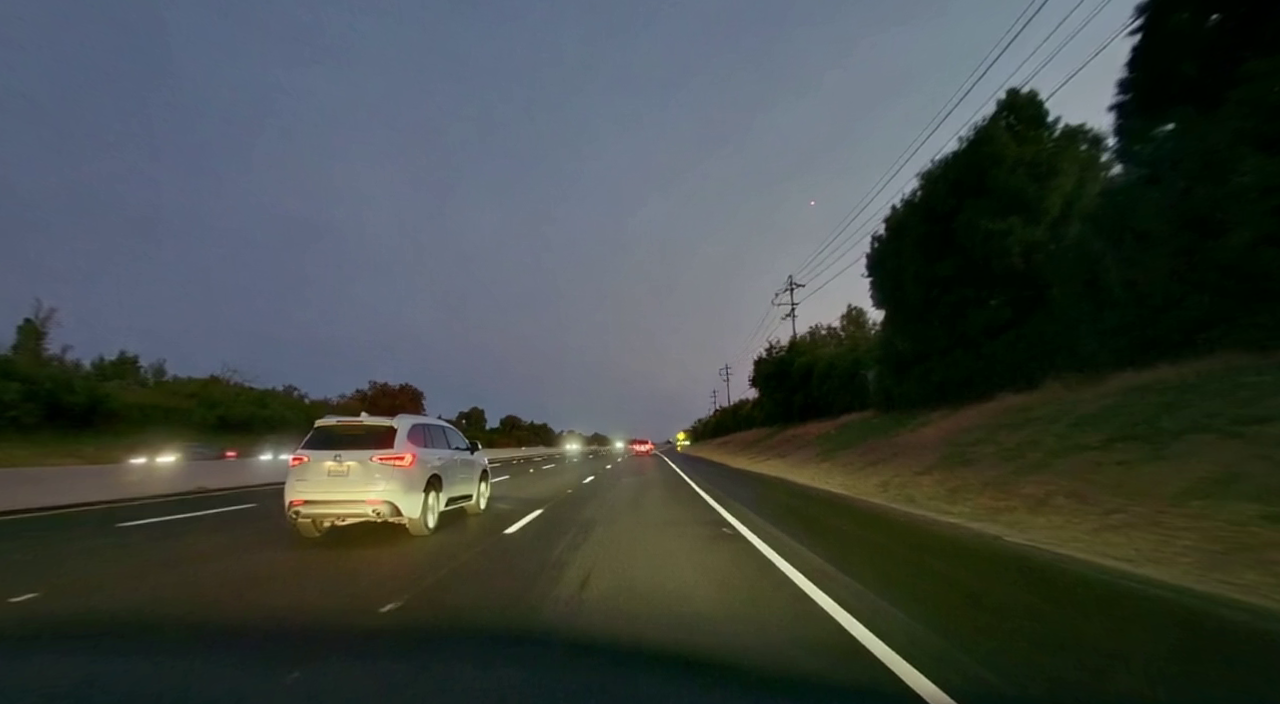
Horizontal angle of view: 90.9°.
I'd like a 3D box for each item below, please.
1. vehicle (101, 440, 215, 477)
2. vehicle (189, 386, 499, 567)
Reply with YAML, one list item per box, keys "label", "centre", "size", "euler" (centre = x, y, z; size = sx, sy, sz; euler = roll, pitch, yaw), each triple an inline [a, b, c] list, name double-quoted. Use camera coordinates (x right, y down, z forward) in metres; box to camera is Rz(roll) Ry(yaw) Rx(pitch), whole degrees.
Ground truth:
- label: "vehicle"
  centre: [-26.037, 5.740, 34.372]
  size: [1.989, 1.875, 5.281]
  euler: [0, -8, 1]
- label: "vehicle"
  centre: [-3.830, 1.731, 9.528]
  size: [2.136, 1.975, 5.037]
  euler: [0, -8, 1]
